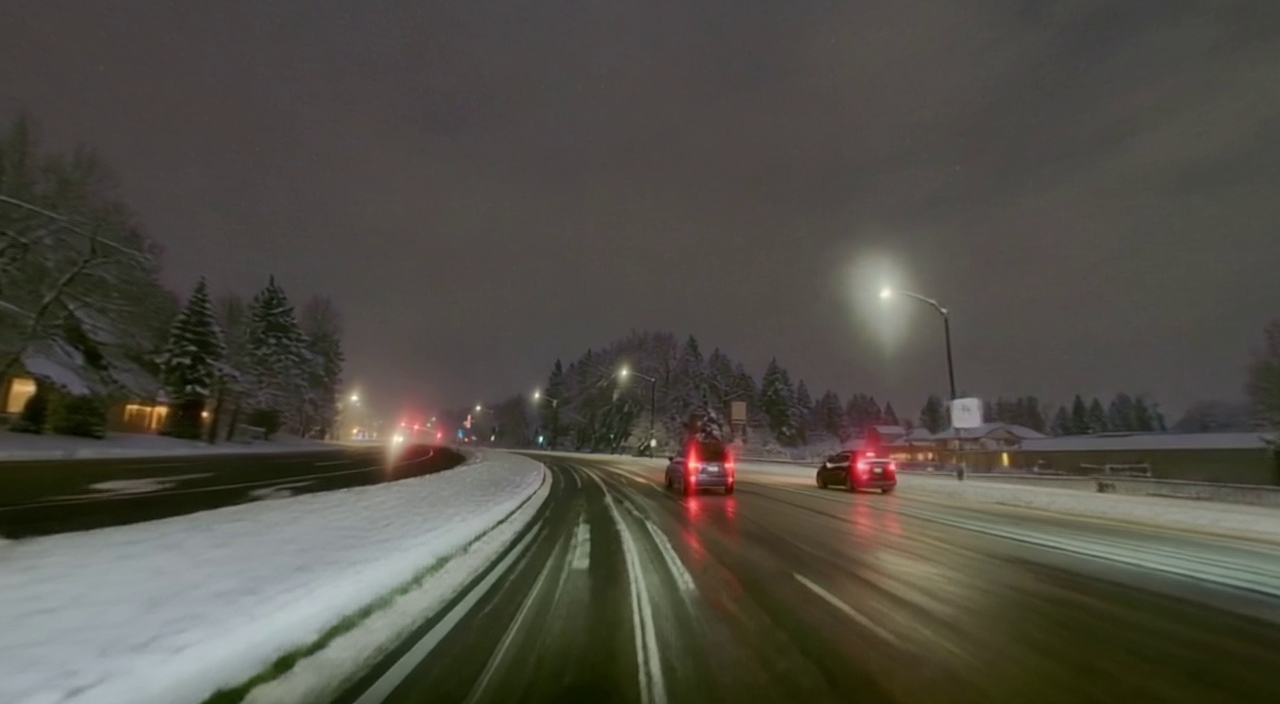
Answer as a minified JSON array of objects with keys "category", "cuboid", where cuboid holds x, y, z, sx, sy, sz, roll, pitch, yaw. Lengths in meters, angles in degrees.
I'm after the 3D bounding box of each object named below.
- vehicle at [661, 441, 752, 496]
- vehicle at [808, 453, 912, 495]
[{"category":"vehicle","cuboid":[2.092,3.856,21.356,2.122,1.646,4.525,1,-9,-6]},{"category":"vehicle","cuboid":[8.494,4.732,24.937,1.940,1.460,4.652,1,-9,-7]}]
